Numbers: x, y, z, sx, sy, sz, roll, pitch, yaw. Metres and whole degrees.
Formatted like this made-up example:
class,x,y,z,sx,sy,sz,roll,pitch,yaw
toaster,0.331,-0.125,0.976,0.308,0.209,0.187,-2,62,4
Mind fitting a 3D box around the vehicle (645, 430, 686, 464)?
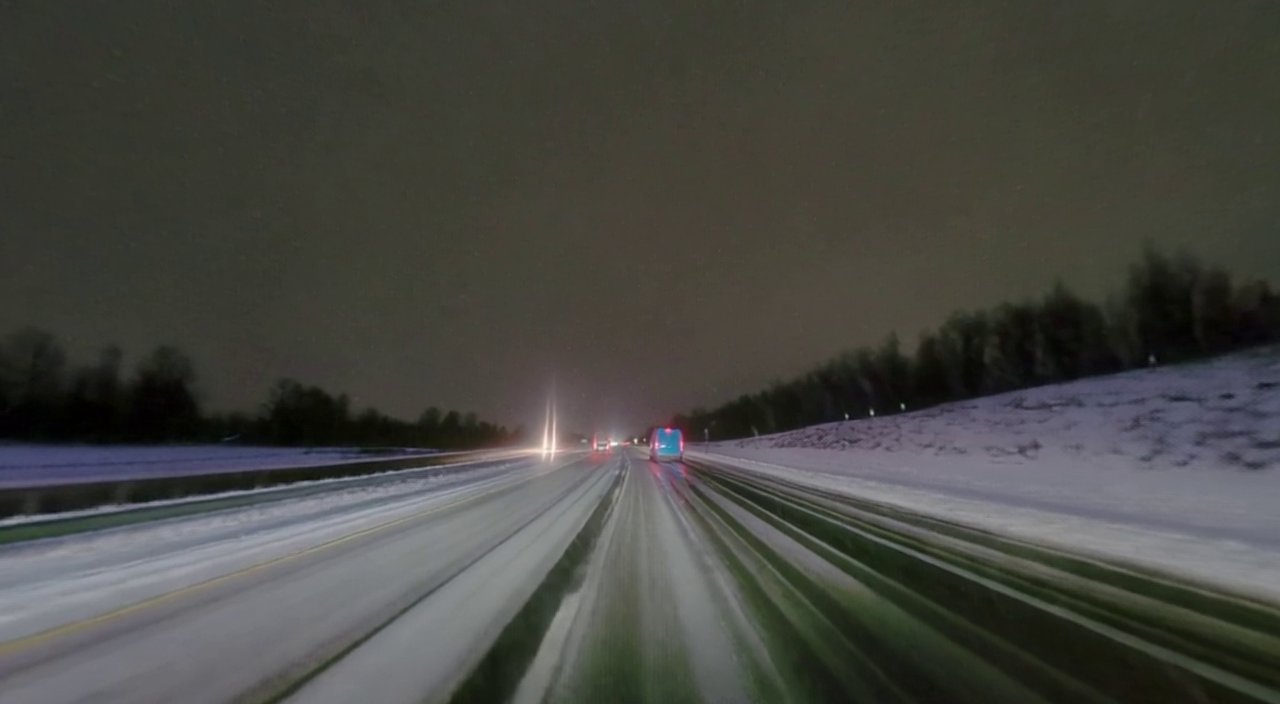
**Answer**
class,x,y,z,sx,sy,sz,roll,pitch,yaw
vehicle,1.592,6.119,40.753,2.269,2.048,4.679,0,-8,-2
